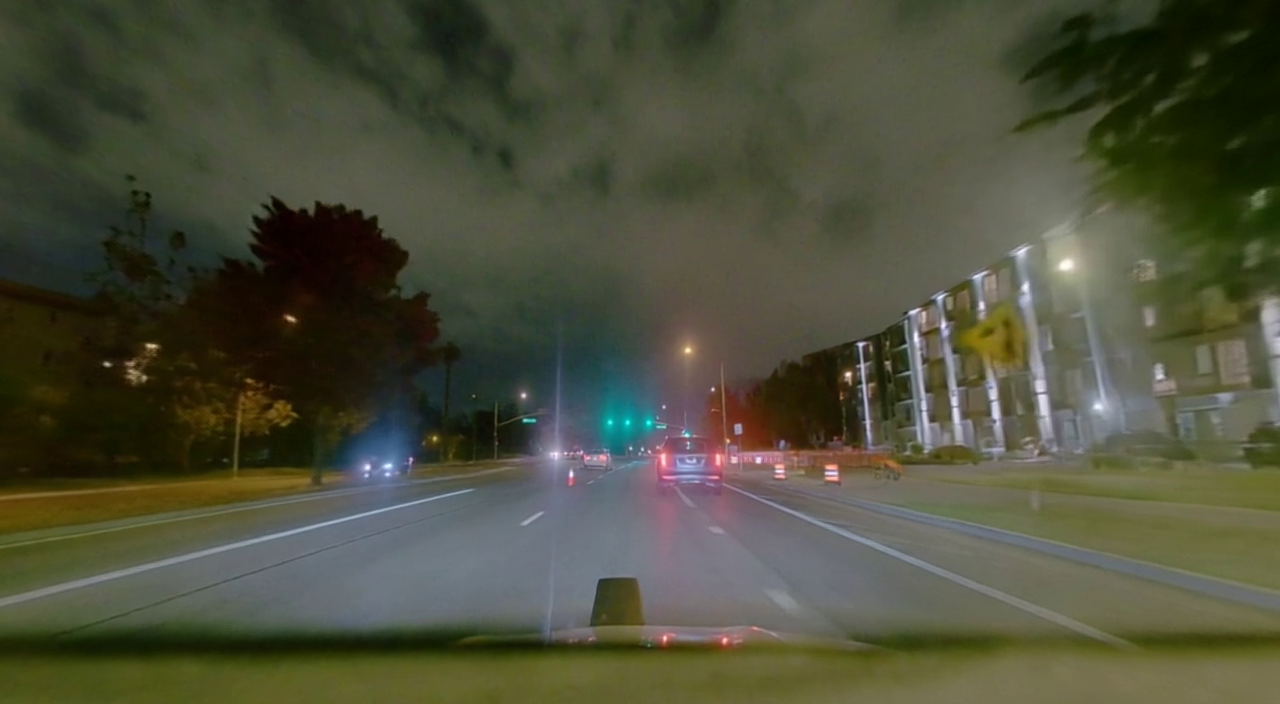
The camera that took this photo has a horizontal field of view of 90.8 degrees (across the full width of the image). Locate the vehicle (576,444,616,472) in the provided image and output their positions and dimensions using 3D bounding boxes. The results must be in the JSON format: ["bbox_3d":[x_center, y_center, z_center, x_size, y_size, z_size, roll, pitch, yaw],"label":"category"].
[{"bbox_3d":[-2.667,6.599,39.514,2.121,1.654,3.993,0,-8,1],"label":"vehicle"}]

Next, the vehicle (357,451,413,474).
[{"bbox_3d":[-17.745,7.690,44.198,1.883,1.494,4.795,0,-9,1],"label":"vehicle"}]

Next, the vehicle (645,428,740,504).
[{"bbox_3d":[1.308,3.109,17.694,2.197,1.835,4.316,0,-8,-1],"label":"vehicle"}]
